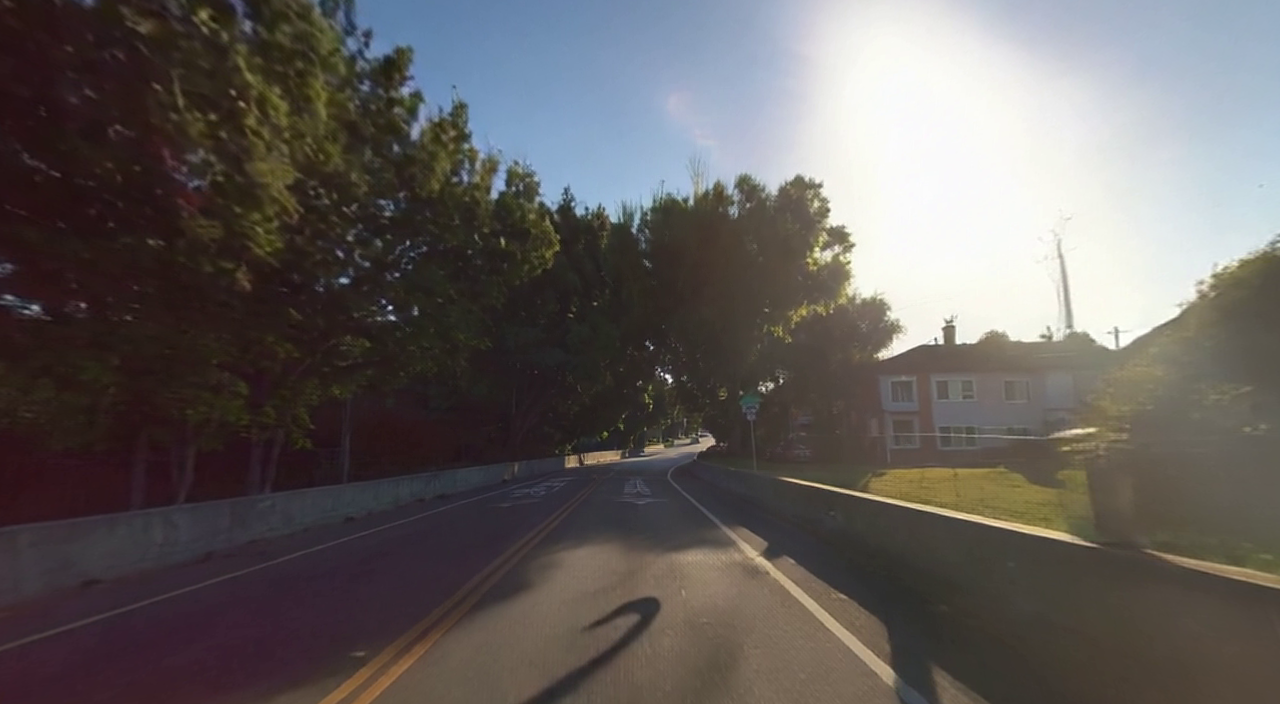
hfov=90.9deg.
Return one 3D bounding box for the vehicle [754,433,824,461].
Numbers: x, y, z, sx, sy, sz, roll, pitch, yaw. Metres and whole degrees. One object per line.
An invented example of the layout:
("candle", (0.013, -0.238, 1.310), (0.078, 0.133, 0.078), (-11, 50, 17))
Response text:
("vehicle", (10.814, 6.931, 46.032), (4.614, 1.764, 1.860), (-3, -8, 6))
